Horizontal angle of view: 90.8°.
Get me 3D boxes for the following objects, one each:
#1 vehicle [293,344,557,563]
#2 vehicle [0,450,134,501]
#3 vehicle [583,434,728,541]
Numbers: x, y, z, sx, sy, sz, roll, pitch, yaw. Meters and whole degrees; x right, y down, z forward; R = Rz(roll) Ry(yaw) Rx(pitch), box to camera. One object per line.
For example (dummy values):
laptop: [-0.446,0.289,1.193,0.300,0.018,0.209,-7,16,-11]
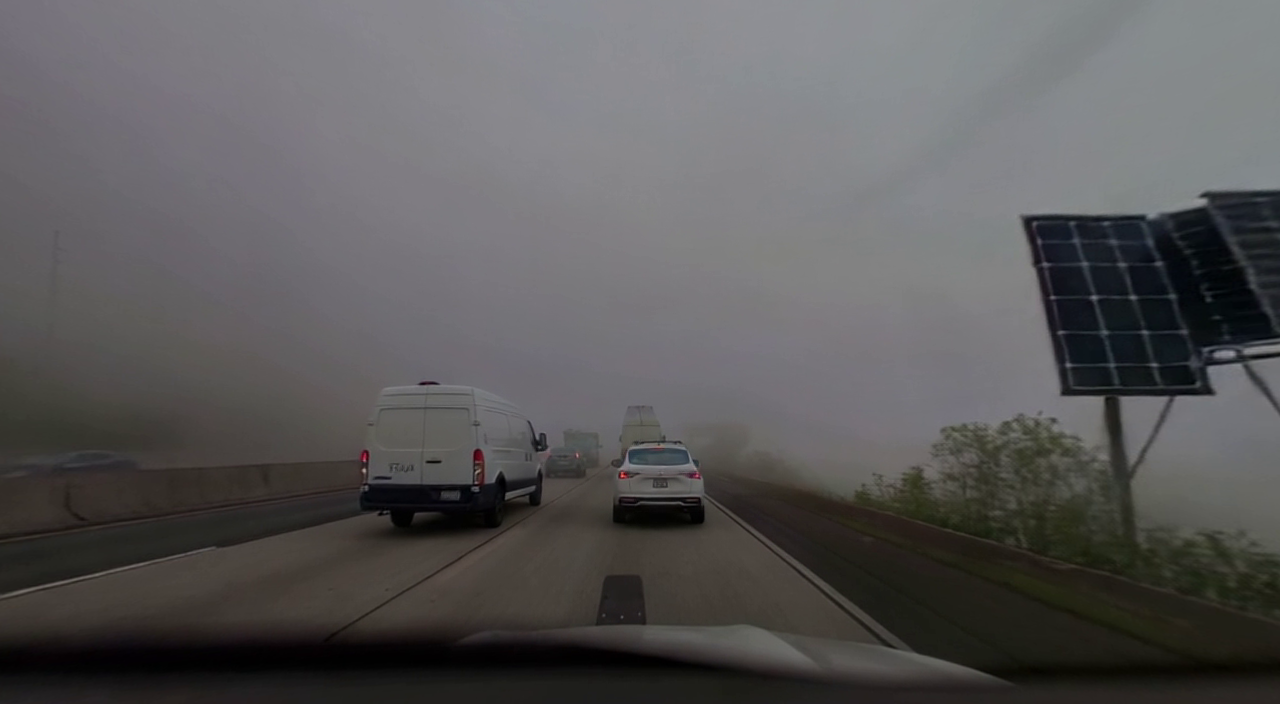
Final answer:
vehicle: [-3.143,1.782,11.391,2.289,2.757,6.726,0,-9,1]
vehicle: [-19.567,4.020,20.952,1.841,1.476,4.383,0,-9,1]
vehicle: [0.208,2.222,10.858,2.063,1.507,3.488,0,-9,0]
